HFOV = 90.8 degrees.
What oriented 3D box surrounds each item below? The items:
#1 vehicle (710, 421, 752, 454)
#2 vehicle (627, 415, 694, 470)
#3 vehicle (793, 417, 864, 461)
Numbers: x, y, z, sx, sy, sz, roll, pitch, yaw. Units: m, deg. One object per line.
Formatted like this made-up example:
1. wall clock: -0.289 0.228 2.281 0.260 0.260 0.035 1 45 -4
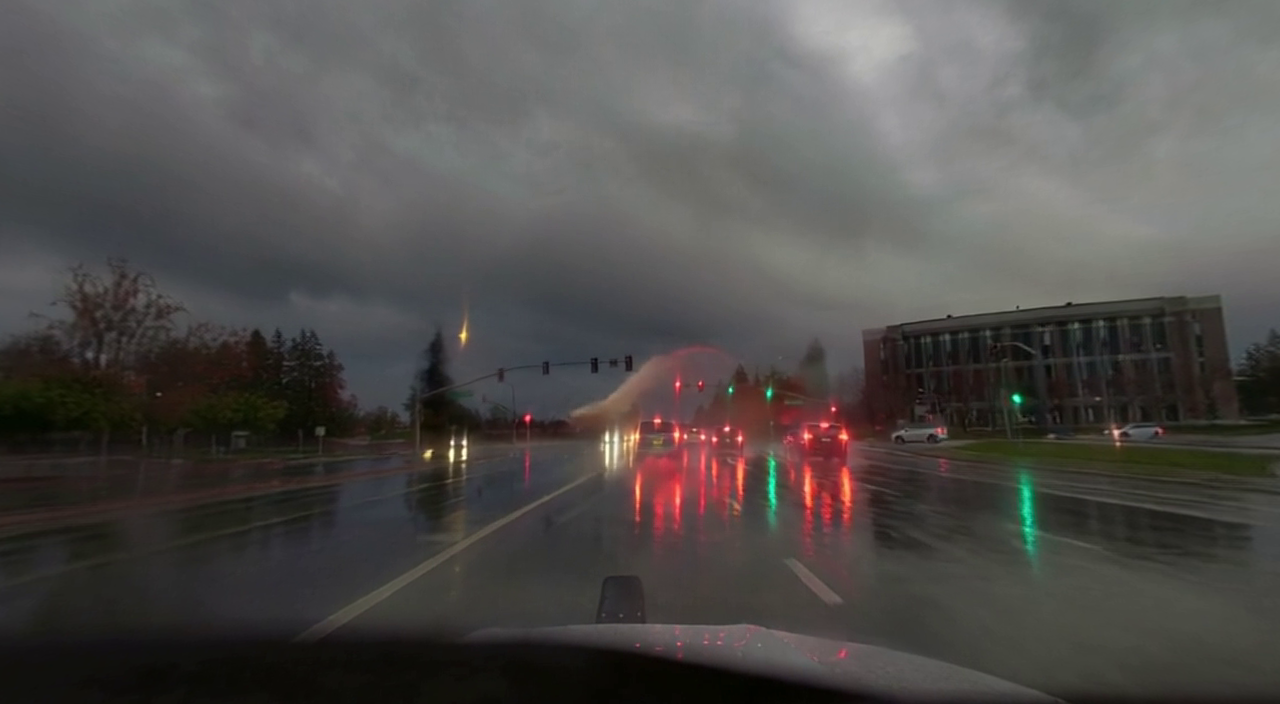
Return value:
1. vehicle: 5.263 5.044 36.862 2.188 1.774 4.646 -1 -9 7
2. vehicle: 0.775 3.300 22.999 2.211 1.795 4.179 -1 -9 3
3. vehicle: 8.294 3.898 28.244 2.074 1.791 4.393 -1 -9 4
